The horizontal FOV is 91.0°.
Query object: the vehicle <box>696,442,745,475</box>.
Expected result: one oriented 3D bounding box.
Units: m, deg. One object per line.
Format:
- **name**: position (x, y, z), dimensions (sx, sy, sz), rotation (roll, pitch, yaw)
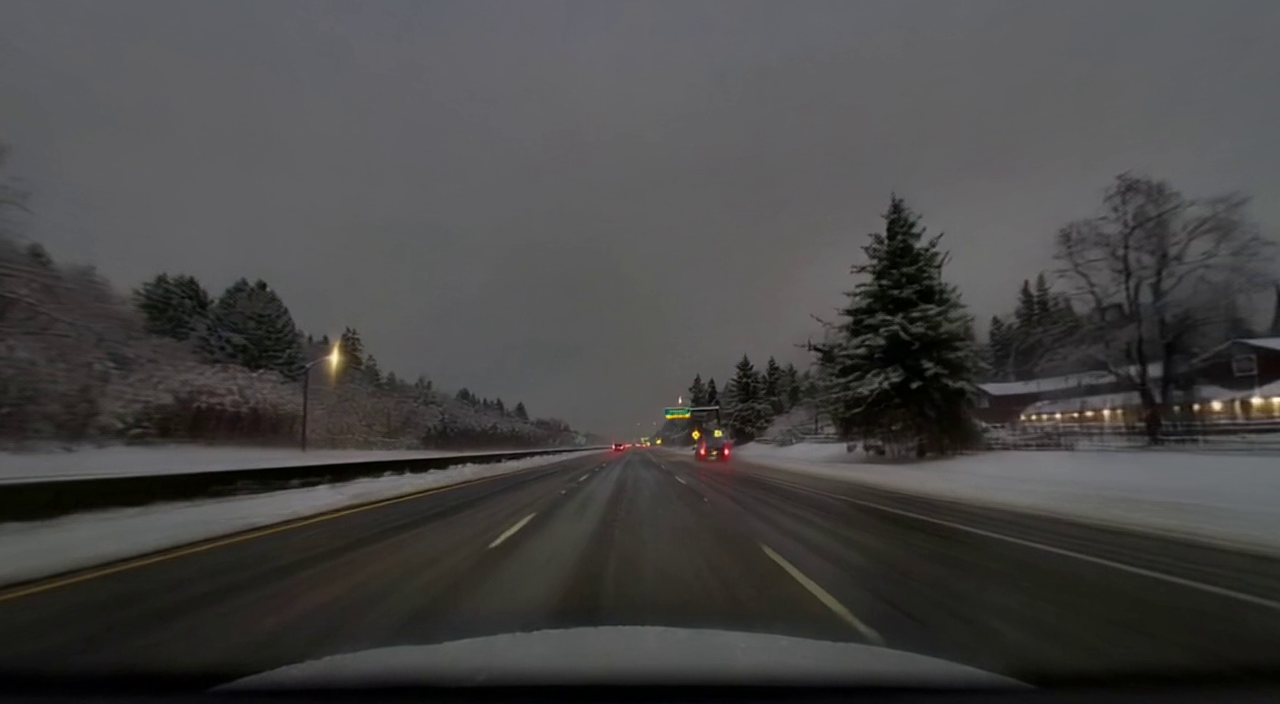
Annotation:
- **vehicle**: position (4.238, 5.654, 33.776), dimensions (2.085, 1.594, 4.848), rotation (0, -9, 1)
